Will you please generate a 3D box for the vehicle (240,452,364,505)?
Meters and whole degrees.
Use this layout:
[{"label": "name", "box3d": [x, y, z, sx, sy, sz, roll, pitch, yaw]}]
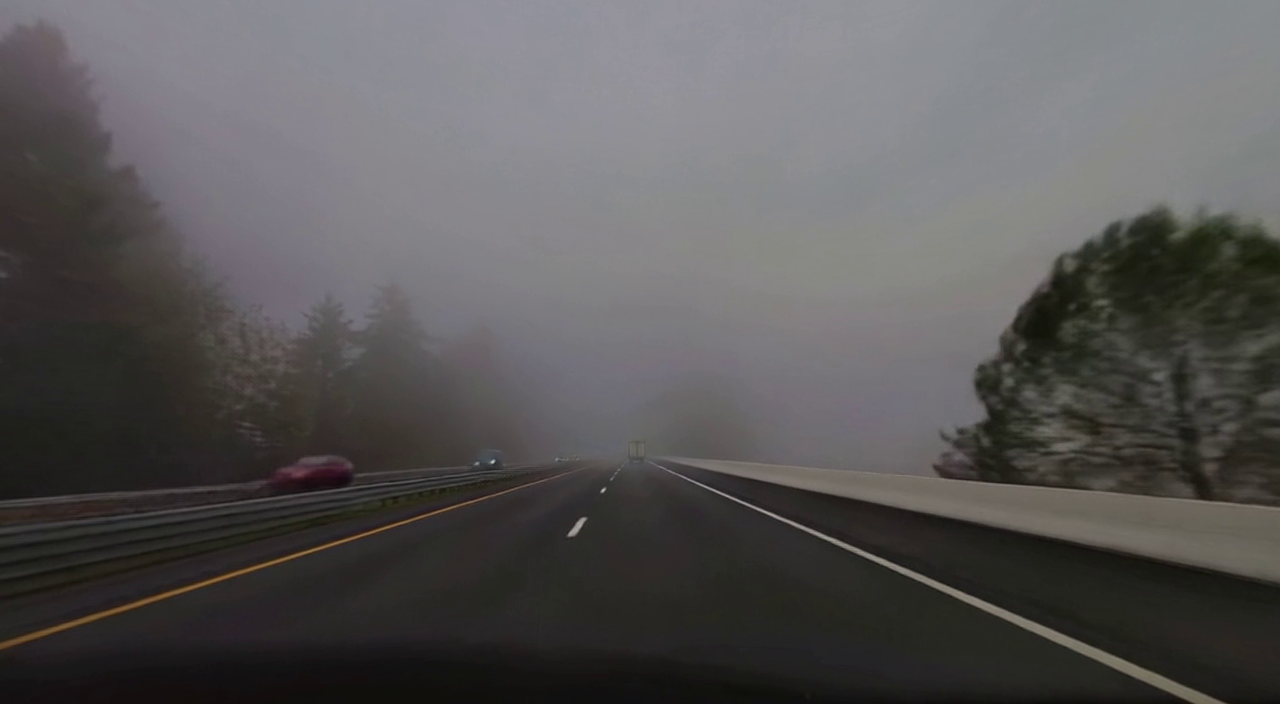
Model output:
[{"label": "vehicle", "box3d": [-11.776, 4.398, 22.376, 1.995, 1.643, 4.453, 0, -9, -1]}]
